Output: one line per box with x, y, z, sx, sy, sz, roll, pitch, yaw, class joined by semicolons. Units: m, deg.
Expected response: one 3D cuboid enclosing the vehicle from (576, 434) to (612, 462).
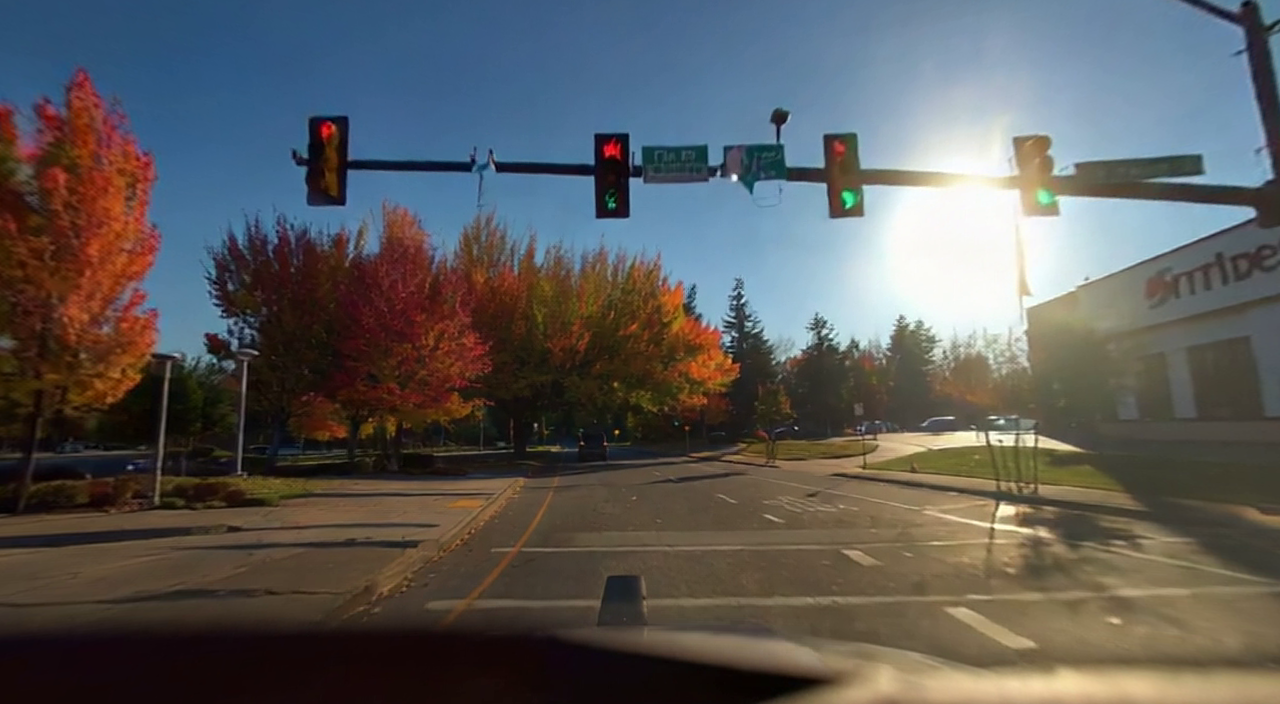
-3.275;6.643;43.922;2.146;1.814;5.110;1;-8;-8;vehicle
